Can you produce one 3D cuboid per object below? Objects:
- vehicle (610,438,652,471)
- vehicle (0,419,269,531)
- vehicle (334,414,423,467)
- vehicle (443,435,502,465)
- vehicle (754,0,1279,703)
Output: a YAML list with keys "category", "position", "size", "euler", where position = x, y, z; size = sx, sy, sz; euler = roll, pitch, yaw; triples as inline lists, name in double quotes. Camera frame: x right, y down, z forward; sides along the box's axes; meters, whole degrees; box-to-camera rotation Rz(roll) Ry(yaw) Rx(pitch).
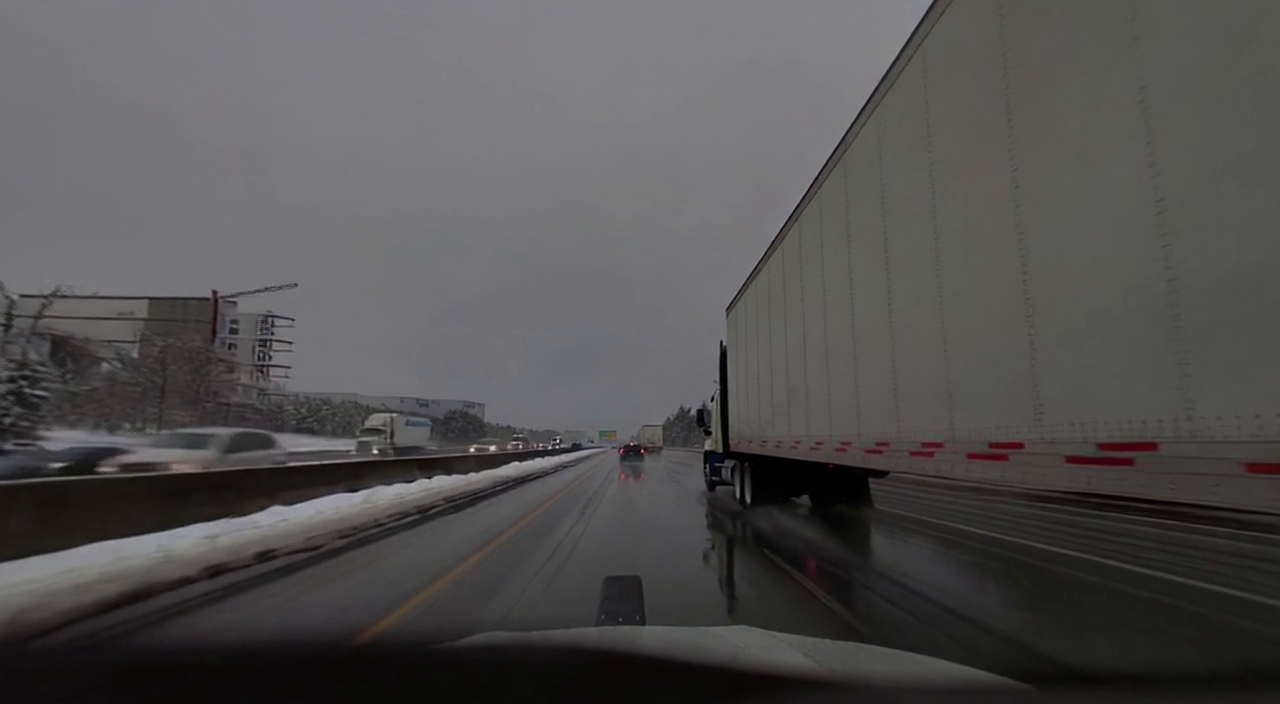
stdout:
- category: "vehicle"
  position: [-0.500, 5.590, 34.495]
  size: [2.191, 1.685, 4.015]
  euler: [0, -9, -1]
- category: "vehicle"
  position: [-9.516, 2.225, 11.961]
  size: [2.153, 1.681, 4.705]
  euler: [0, -9, -1]
- category: "vehicle"
  position: [-17.902, 6.215, 43.859]
  size: [2.906, 3.329, 7.651]
  euler: [0, -9, -1]
- category: "vehicle"
  position: [-10.543, 6.244, 40.222]
  size: [2.472, 1.758, 4.813]
  euler: [0, -9, -1]
- category: "vehicle"
  position: [3.421, -0.343, 1.784]
  size: [2.996, 4.123, 15.965]
  euler: [0, -9, -1]
